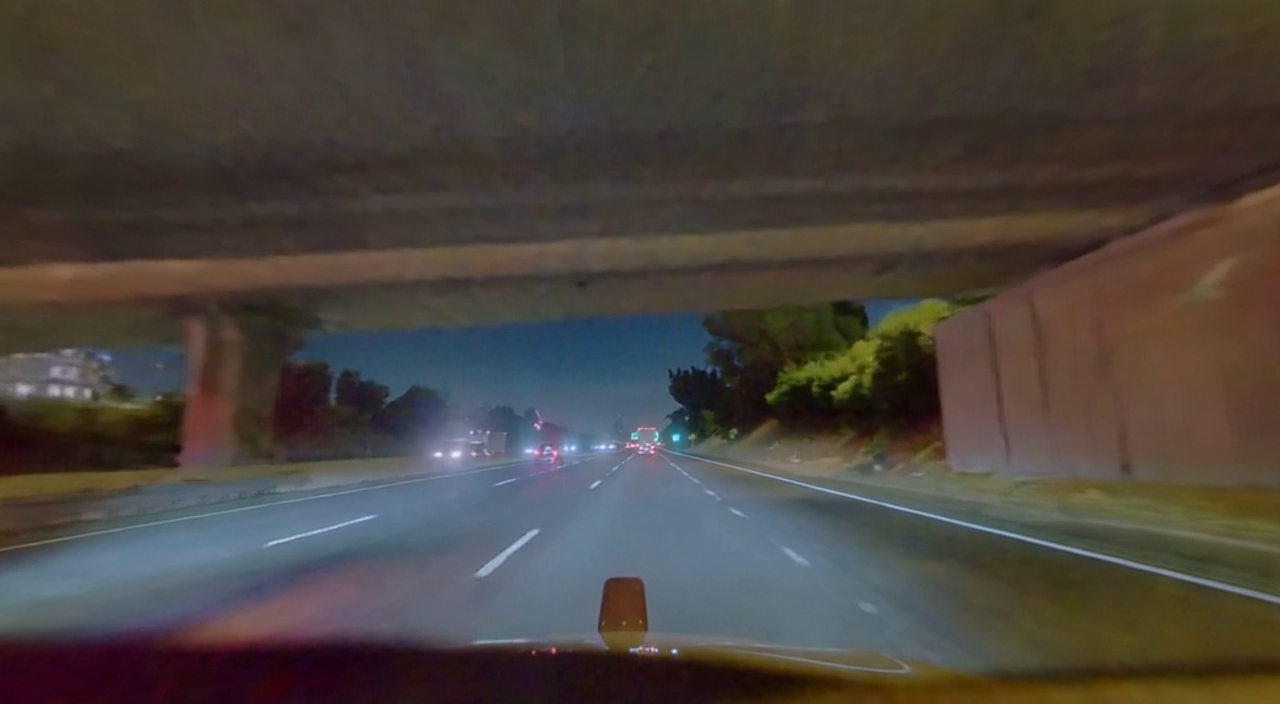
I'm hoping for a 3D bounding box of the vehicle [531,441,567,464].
[{"bbox_3d":[-6.897,7.675,48.279,1.981,1.685,4.171,0,-8,2],"label":"vehicle"}]
